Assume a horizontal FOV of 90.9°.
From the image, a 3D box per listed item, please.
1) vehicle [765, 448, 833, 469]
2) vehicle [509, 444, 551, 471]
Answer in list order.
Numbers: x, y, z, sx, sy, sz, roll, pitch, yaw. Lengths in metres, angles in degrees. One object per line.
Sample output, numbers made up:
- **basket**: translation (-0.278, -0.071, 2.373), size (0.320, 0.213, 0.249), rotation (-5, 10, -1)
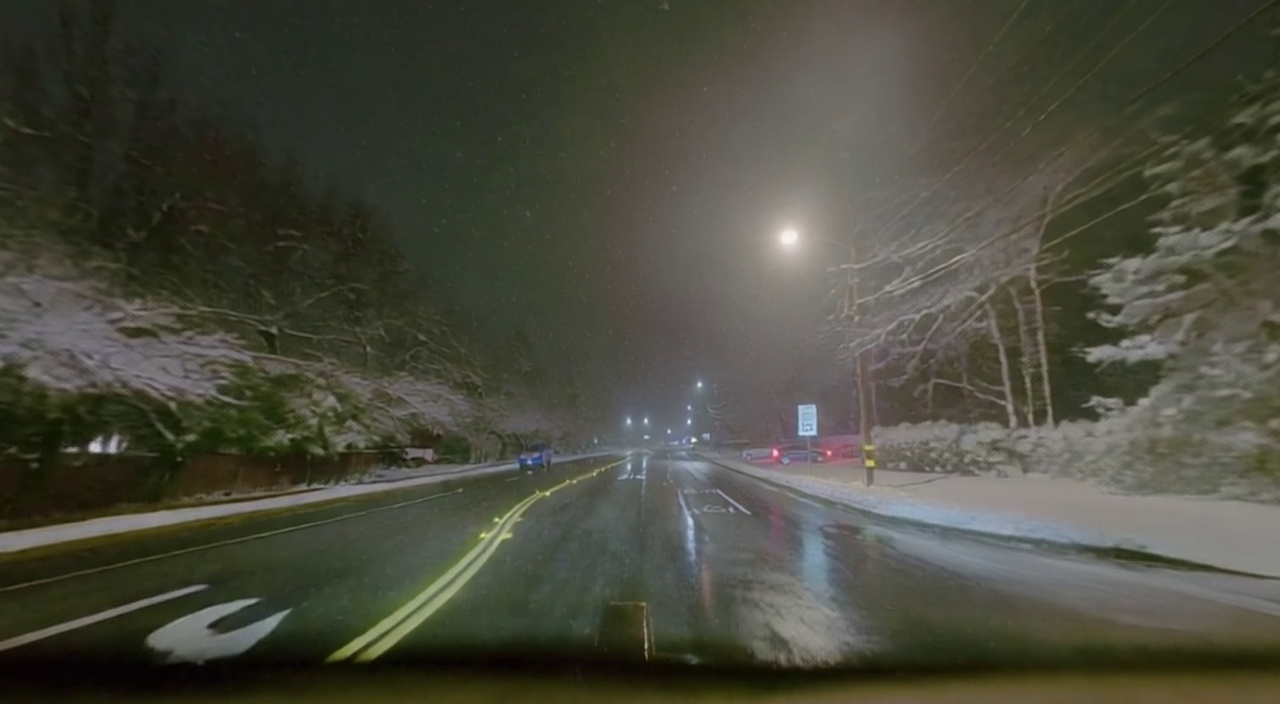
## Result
- **vehicle**: translation (11.441, 7.658, 45.492), size (4.460, 1.456, 1.804), rotation (0, -9, 3)
- **vehicle**: translation (-8.068, 7.784, 46.692), size (2.142, 1.723, 4.275), rotation (-3, -8, 2)
